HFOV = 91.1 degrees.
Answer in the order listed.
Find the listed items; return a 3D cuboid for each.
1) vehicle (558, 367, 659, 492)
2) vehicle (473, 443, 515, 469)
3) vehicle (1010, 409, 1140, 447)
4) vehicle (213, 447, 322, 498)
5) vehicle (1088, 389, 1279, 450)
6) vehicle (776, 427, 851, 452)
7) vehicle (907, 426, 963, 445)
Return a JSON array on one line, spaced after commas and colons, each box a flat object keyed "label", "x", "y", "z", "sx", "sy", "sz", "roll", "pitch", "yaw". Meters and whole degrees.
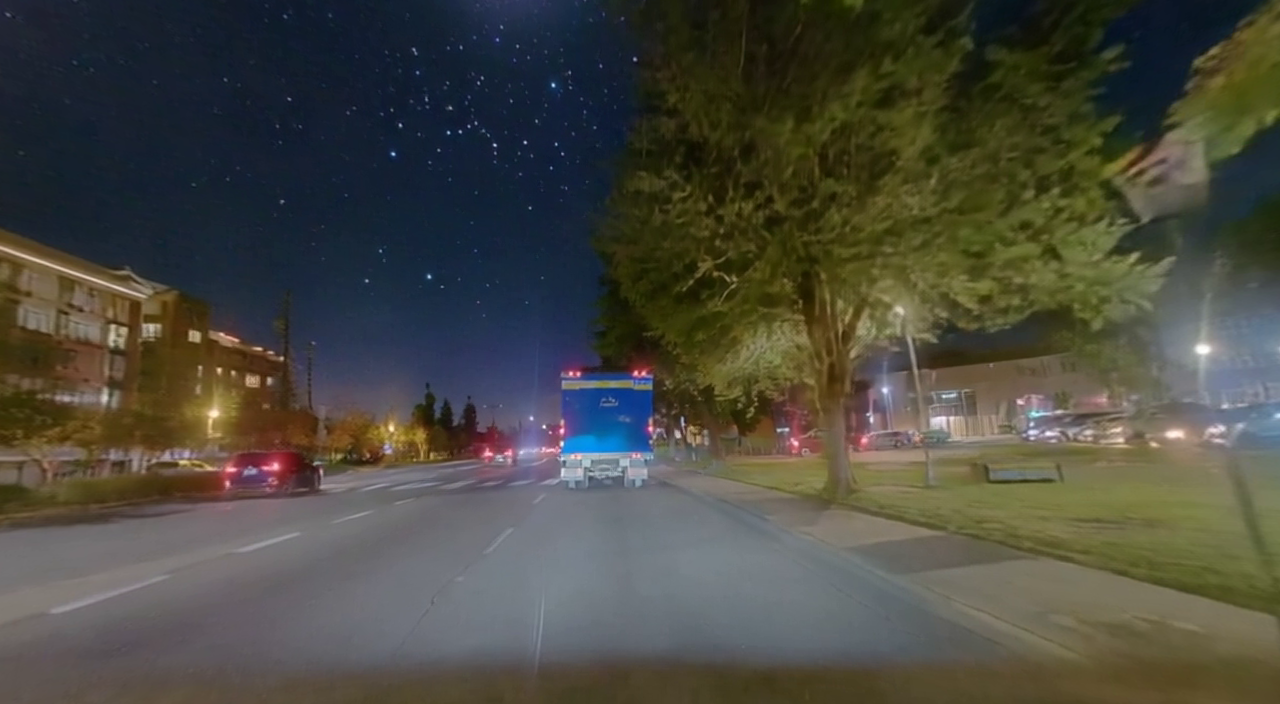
[{"label": "vehicle", "x": -1.296, "y": 2.915, "z": 22.794, "sx": 2.905, "sy": 3.644, "sz": 8.807, "roll": 1, "pitch": -9, "yaw": -5}, {"label": "vehicle", "x": -10.260, "y": 7.357, "z": 44.537, "sx": 2.095, "sy": 1.759, "sz": 4.433, "roll": 0, "pitch": -9, "yaw": -3}, {"label": "vehicle", "x": 24.790, "y": 4.371, "z": 35.881, "sx": 5.850, "sy": 2.049, "sz": 2.317, "roll": 0, "pitch": -8, "yaw": -6}, {"label": "vehicle", "x": -13.576, "y": 4.357, "z": 23.240, "sx": 1.958, "sy": 1.672, "sz": 4.283, "roll": 1, "pitch": -9, "yaw": -9}, {"label": "vehicle", "x": 17.836, "y": 2.337, "z": 20.890, "sx": 1.880, "sy": 1.804, "sz": 4.679, "roll": 1, "pitch": -9, "yaw": -9}, {"label": "vehicle", "x": 11.244, "y": 5.717, "z": 40.831, "sx": 4.321, "sy": 1.579, "sz": 1.823, "roll": 1, "pitch": -8, "yaw": -4}, {"label": "vehicle", "x": 23.235, "y": 6.585, "z": 49.502, "sx": 3.537, "sy": 1.393, "sz": 1.581, "roll": 1, "pitch": -10, "yaw": -6}]
